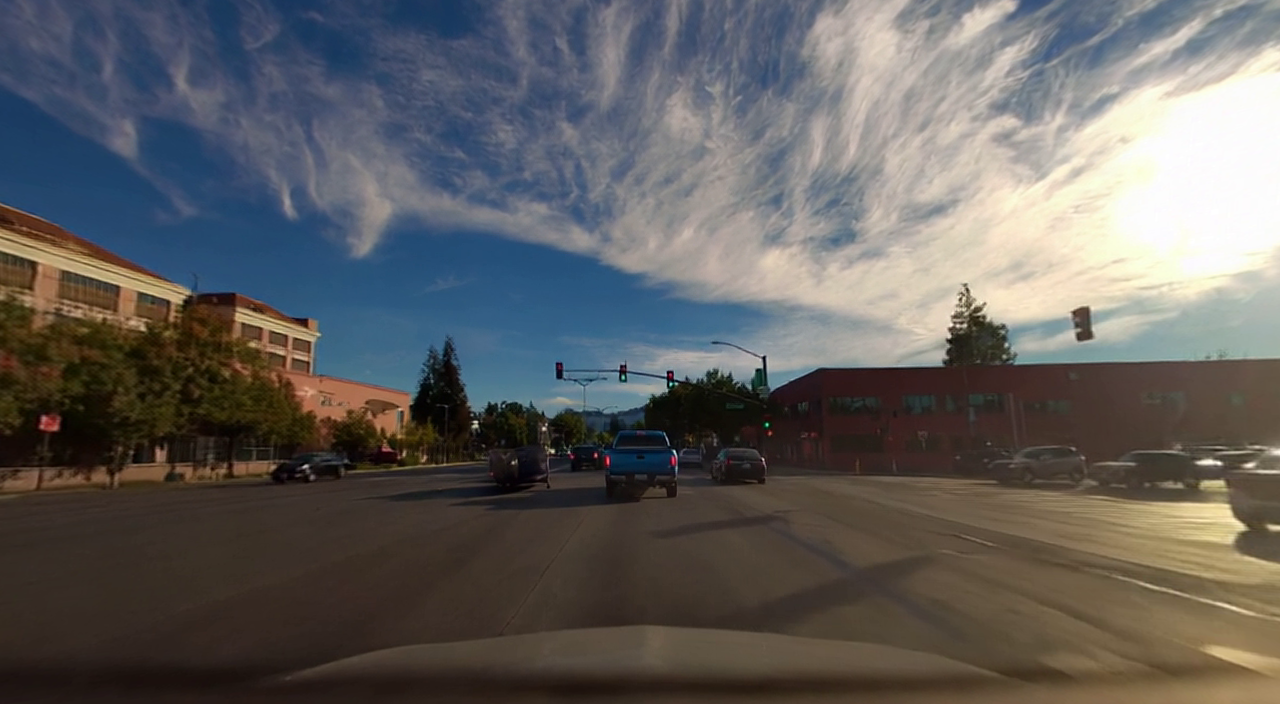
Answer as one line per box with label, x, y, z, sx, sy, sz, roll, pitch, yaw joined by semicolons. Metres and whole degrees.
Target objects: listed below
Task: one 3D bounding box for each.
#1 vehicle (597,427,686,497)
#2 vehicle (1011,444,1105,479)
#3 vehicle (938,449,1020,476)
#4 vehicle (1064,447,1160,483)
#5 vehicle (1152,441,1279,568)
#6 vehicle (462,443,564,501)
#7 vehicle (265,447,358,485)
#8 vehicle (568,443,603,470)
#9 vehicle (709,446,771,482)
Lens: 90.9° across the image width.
vehicle;0.054;3.459;20.226;2.493;1.934;4.957;0;-8;0
vehicle;23.103;6.009;34.817;4.786;1.777;2.248;4;-10;-28
vehicle;19.944;6.462;37.044;4.417;1.492;1.943;4;-9;-26
vehicle;23.674;5.600;31.578;4.705;1.675;1.890;4;-9;-28
vehicle;10.980;2.436;10.703;2.126;1.820;4.521;-3;-9;21
vehicle;-3.534;3.408;18.434;1.986;1.465;4.509;0;-8;1
vehicle;-15.889;5.490;30.789;2.012;1.674;4.522;0;-8;1
vehicle;-3.614;7.029;42.686;2.018;1.700;4.142;0;-8;0
vehicle;4.360;4.929;28.141;1.968;1.472;4.456;0;-8;-1
